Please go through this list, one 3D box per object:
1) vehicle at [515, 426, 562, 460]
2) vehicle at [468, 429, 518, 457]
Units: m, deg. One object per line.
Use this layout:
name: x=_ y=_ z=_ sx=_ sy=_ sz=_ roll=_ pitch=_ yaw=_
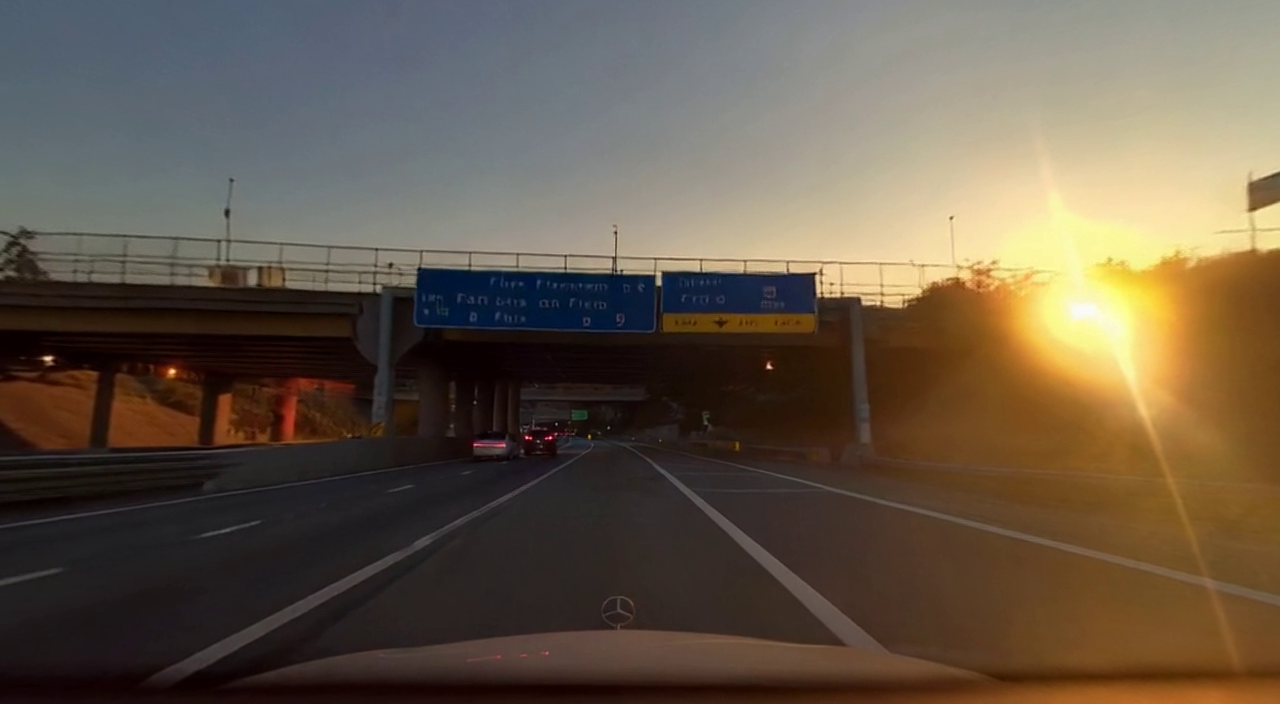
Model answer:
vehicle: x=-5.547 y=4.999 z=34.770 sx=2.007 sy=1.727 sz=4.040 roll=0 pitch=-8 yaw=-1
vehicle: x=-9.331 y=5.807 z=40.181 sx=2.148 sy=1.635 sz=4.670 roll=1 pitch=-8 yaw=-1
